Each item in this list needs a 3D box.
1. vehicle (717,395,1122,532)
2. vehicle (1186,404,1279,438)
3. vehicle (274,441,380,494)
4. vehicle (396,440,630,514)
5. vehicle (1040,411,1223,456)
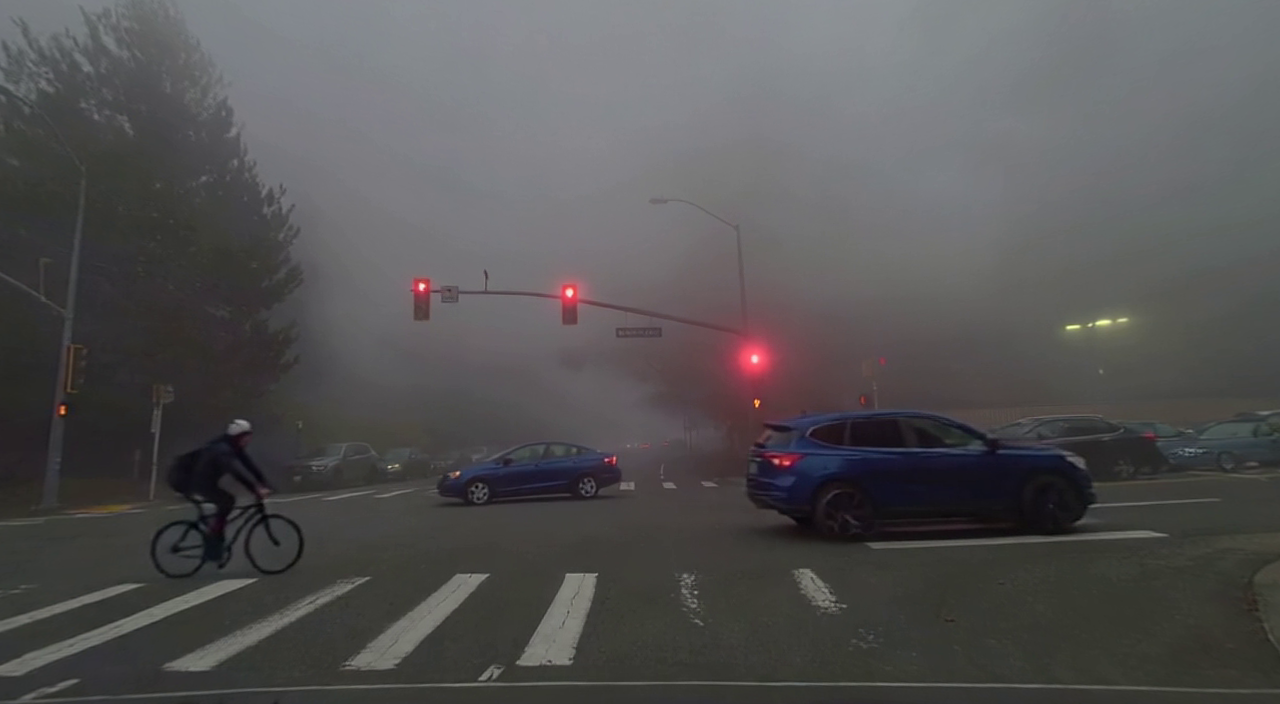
[{"bbox_3d":[3.806,1.666,9.610,5.122,1.781,2.098,-1,-9,5],"label":"vehicle"},{"bbox_3d":[34.900,4.018,36.646,4.326,1.511,1.725,-8,-9,17],"label":"vehicle"},{"bbox_3d":[-13.737,5.055,28.139,2.251,1.957,4.968,-4,-9,-1],"label":"vehicle"},{"bbox_3d":[-2.510,2.583,13.304,4.533,1.419,1.755,0,-9,-4],"label":"vehicle"},{"bbox_3d":[16.958,2.903,22.101,4.560,1.453,1.851,-3,-9,18],"label":"vehicle"}]
